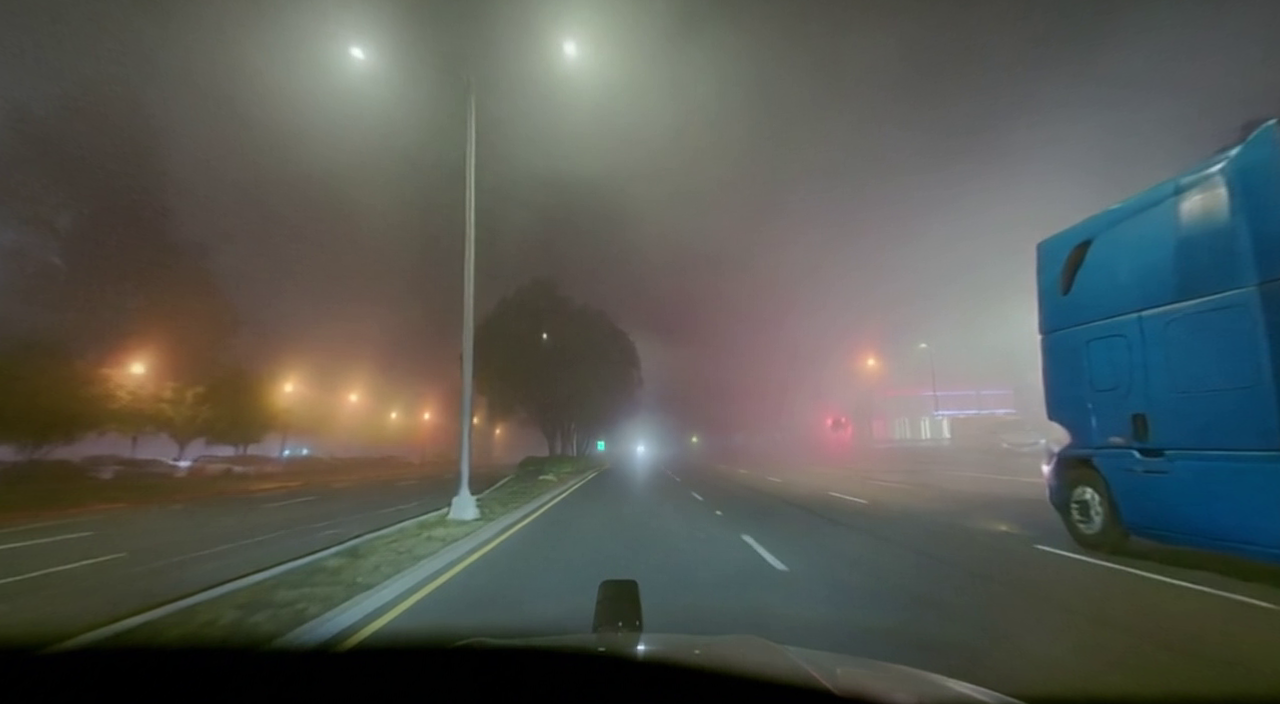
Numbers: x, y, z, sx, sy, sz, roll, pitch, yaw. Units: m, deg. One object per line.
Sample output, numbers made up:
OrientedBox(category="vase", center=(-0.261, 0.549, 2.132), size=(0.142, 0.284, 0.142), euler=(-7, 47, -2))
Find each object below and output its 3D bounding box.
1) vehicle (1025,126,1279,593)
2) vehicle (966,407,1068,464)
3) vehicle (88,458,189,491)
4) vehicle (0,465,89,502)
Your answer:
OrientedBox(category="vehicle", center=(6.841, -0.326, 2.605), size=(3.120, 3.794, 11.510), euler=(0, -8, -1))
OrientedBox(category="vehicle", center=(25.490, 5.781, 43.202), size=(2.718, 3.538, 7.077), euler=(-1, -8, 3))
OrientedBox(category="vehicle", center=(-28.041, 6.823, 35.478), size=(4.247, 1.628, 1.933), euler=(6, -11, -37))
OrientedBox(category="vehicle", center=(-27.918, 5.915, 28.495), size=(4.386, 1.473, 1.863), euler=(8, -11, -42))
